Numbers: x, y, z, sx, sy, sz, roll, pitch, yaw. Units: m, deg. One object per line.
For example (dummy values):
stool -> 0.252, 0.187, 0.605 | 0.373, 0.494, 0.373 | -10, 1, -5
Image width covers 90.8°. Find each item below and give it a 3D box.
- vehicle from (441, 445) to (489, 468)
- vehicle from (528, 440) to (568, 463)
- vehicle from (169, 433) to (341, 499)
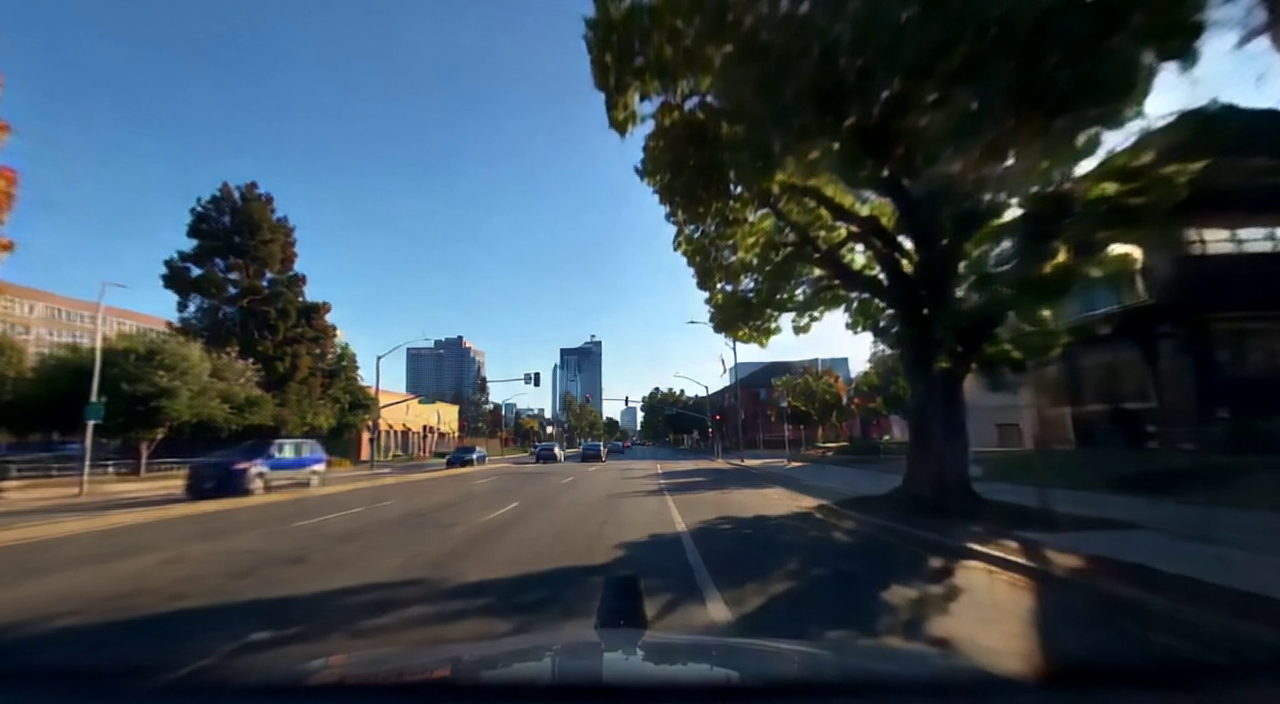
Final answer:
vehicle -> -11.936, 7.148, 43.438 | 1.987, 1.445, 4.482 | 0, -9, 1
vehicle -> -7.200, 7.832, 49.806 | 2.262, 1.708, 4.466 | -1, -9, 2
vehicle -> -11.976, 3.575, 20.252 | 2.184, 1.812, 5.245 | 0, -9, 0
